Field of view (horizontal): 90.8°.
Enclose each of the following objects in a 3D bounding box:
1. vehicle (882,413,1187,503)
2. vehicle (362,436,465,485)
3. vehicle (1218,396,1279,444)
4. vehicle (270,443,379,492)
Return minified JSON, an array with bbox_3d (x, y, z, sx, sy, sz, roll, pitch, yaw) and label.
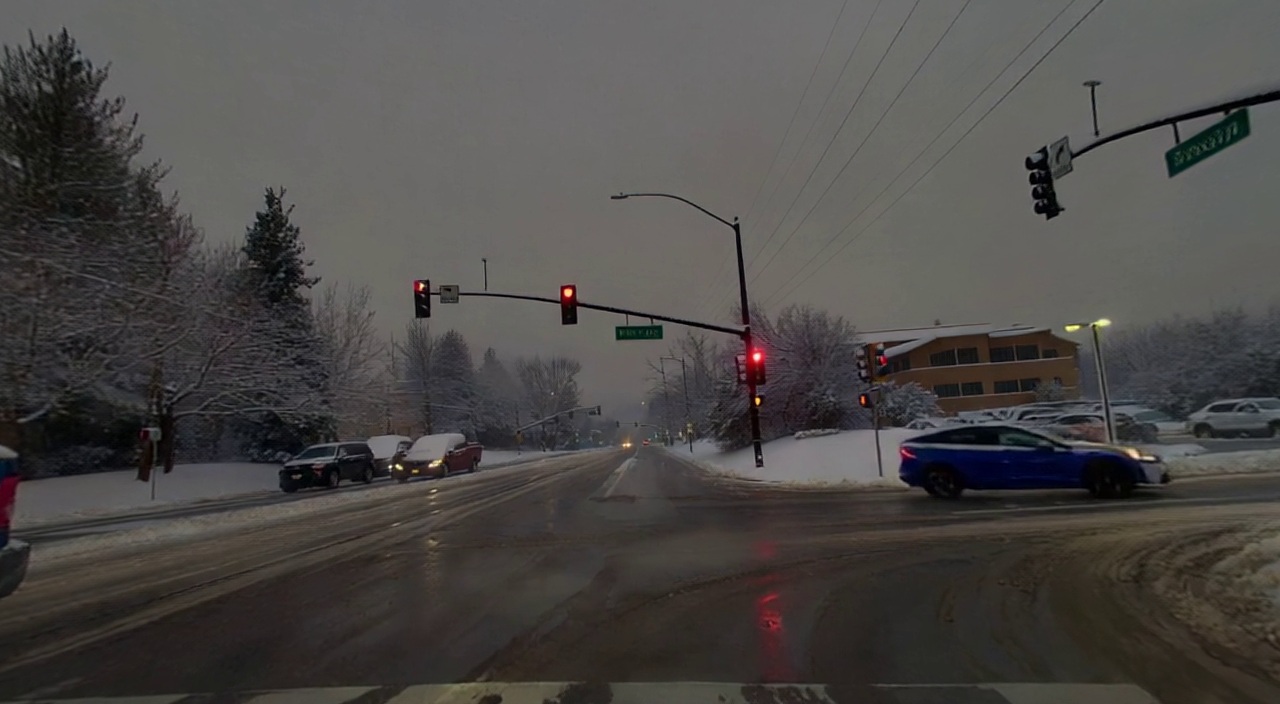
[{"bbox_3d":[7.287,2.028,12.314,4.592,1.470,2.071,-4,-10,25],"label":"vehicle"},{"bbox_3d":[-10.153,4.925,28.986,2.664,1.940,5.702,-2,-9,0],"label":"vehicle"},{"bbox_3d":[26.551,3.002,27.098,4.861,1.857,2.098,8,-12,-44],"label":"vehicle"},{"bbox_3d":[-13.793,5.058,28.057,2.306,1.957,4.968,0,-9,-1],"label":"vehicle"}]
